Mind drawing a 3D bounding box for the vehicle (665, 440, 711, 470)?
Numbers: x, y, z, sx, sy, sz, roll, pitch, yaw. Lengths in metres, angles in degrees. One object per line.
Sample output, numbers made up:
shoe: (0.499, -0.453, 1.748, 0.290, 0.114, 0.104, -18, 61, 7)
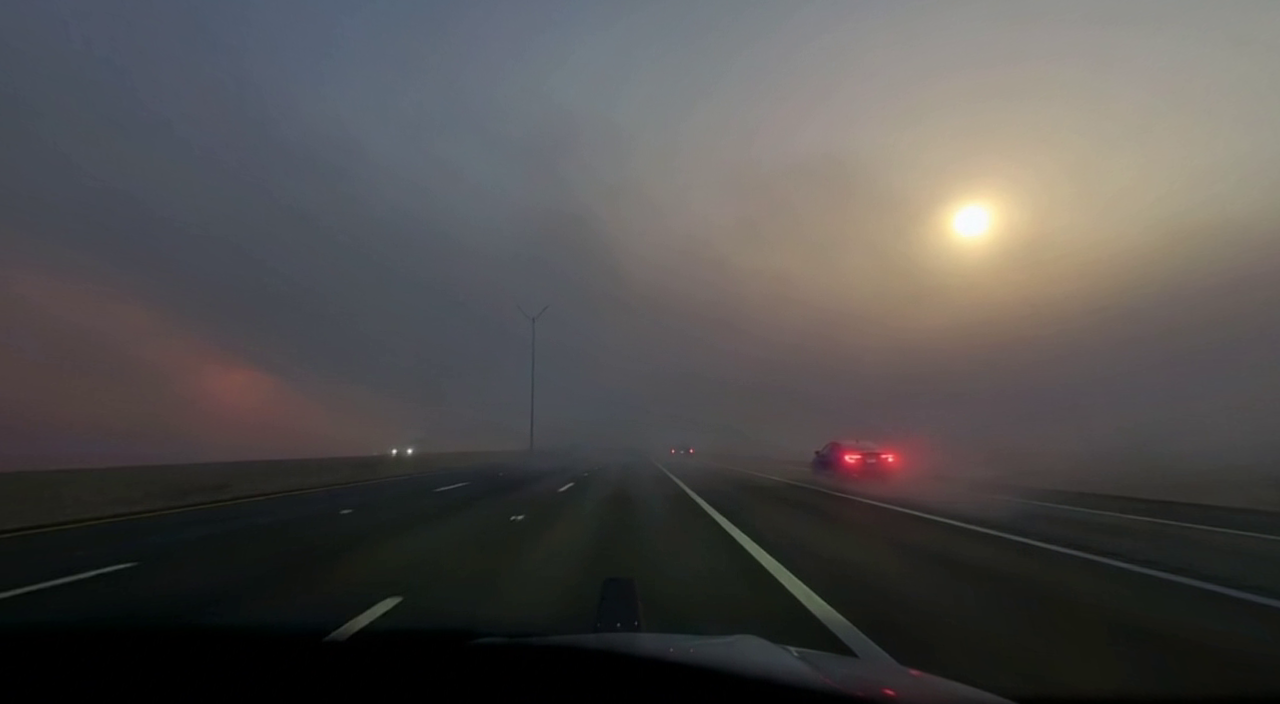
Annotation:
vehicle: (2.657, 5.841, 36.120, 2.270, 1.615, 3.770, 0, -8, -1)

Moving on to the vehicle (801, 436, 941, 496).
vehicle: (6.601, 3.322, 18.850, 2.227, 1.522, 5.041, 0, -8, -1)
